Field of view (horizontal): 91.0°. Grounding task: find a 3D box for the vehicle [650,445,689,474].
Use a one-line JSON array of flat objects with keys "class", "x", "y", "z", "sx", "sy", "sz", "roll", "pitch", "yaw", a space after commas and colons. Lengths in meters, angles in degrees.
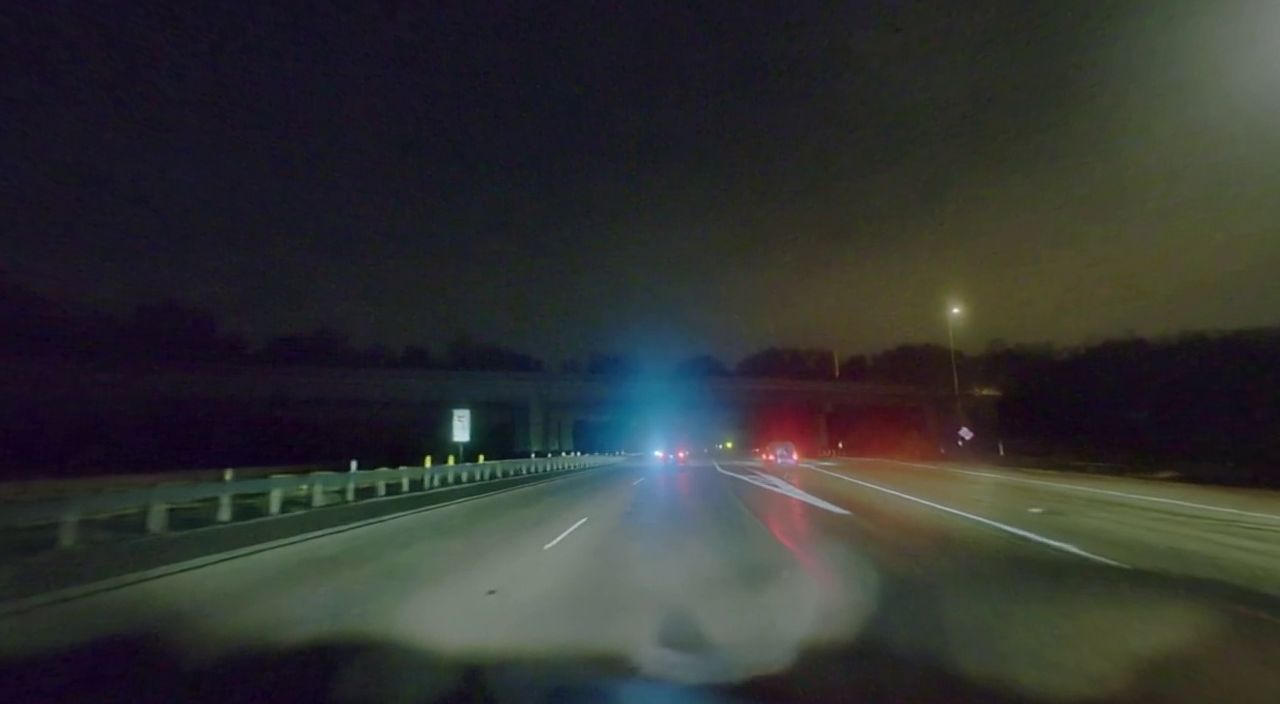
[{"class": "vehicle", "x": 1.673, "y": 5.869, "z": 34.549, "sx": 2.028, "sy": 1.440, "sz": 3.970, "roll": -1, "pitch": -8, "yaw": 4}]
